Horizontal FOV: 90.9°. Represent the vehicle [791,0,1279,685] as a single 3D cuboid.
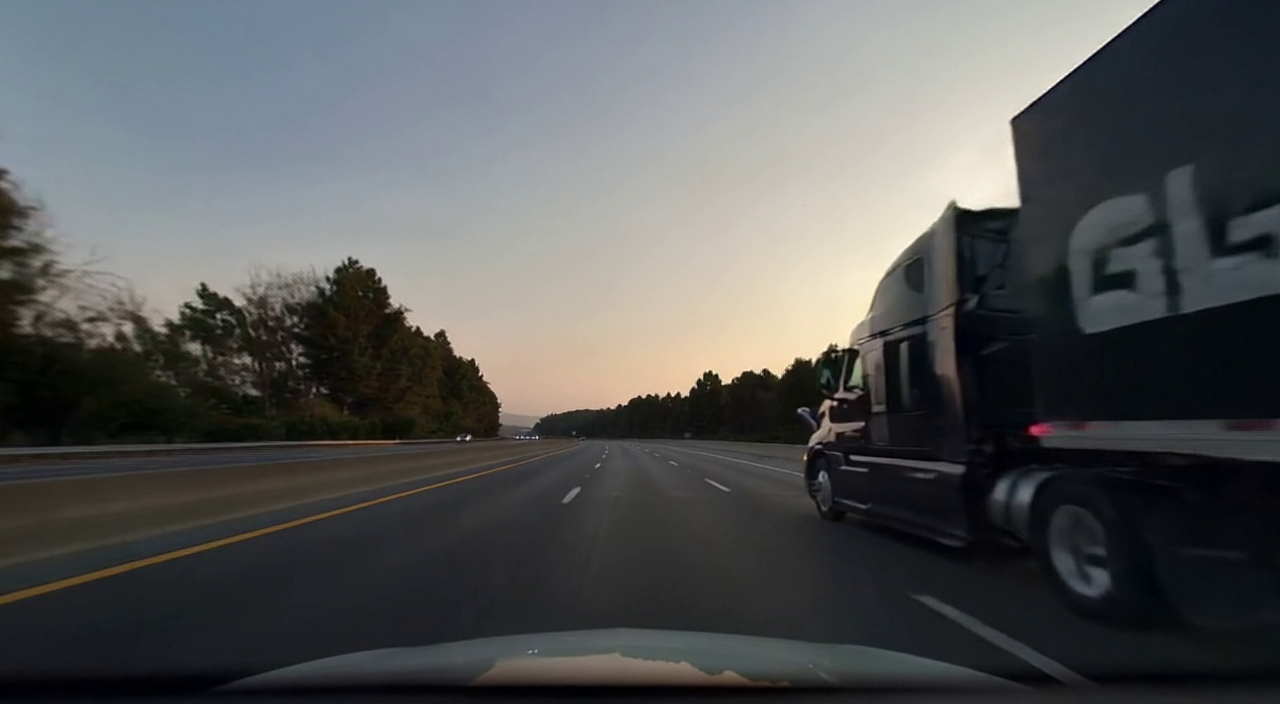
[{"bbox_3d":[4.674,0.344,7.568,2.985,3.892,9.938,0,-8,-2],"label":"vehicle"}]
